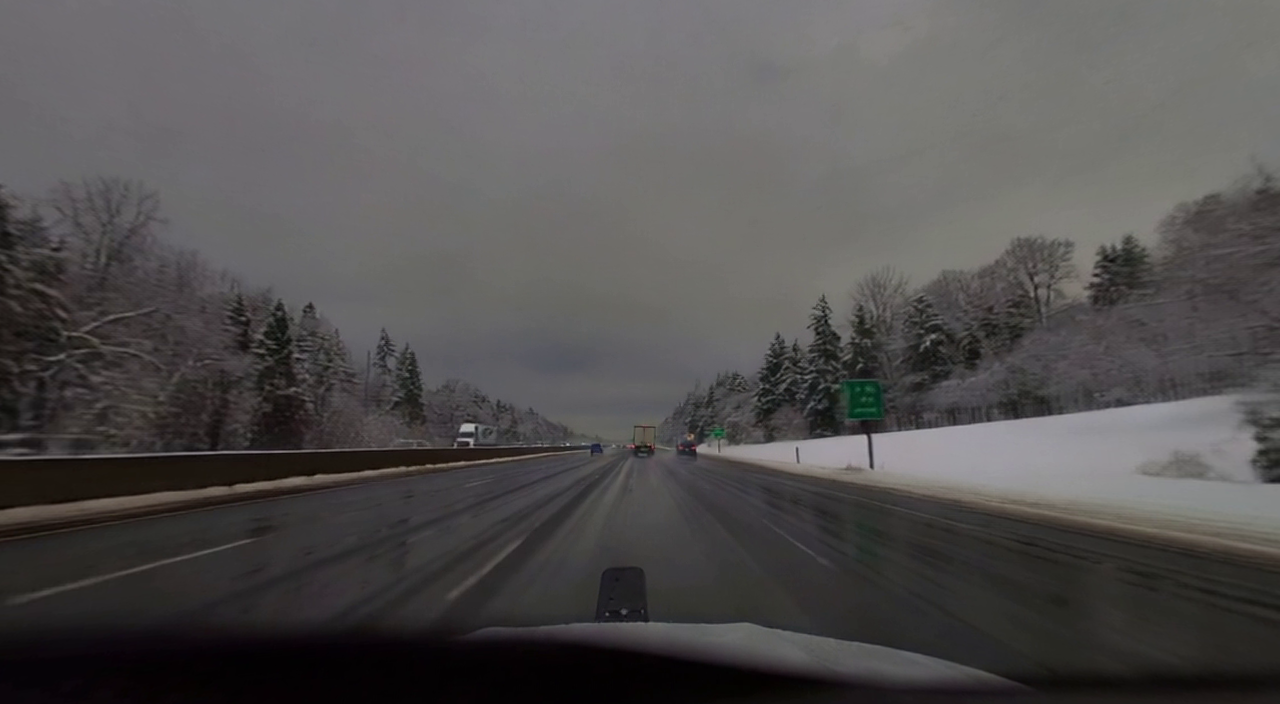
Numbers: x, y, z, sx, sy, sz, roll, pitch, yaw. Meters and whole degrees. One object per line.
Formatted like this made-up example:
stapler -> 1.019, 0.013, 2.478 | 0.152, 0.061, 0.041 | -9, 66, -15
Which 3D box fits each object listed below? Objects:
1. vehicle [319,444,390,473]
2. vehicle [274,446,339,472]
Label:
vehicle -> -15.993, 5.948, 35.456 | 2.131, 1.493, 3.900 | 0, -9, 0
vehicle -> -19.588, 6.268, 37.121 | 1.809, 1.422, 3.660 | 1, -8, 0
